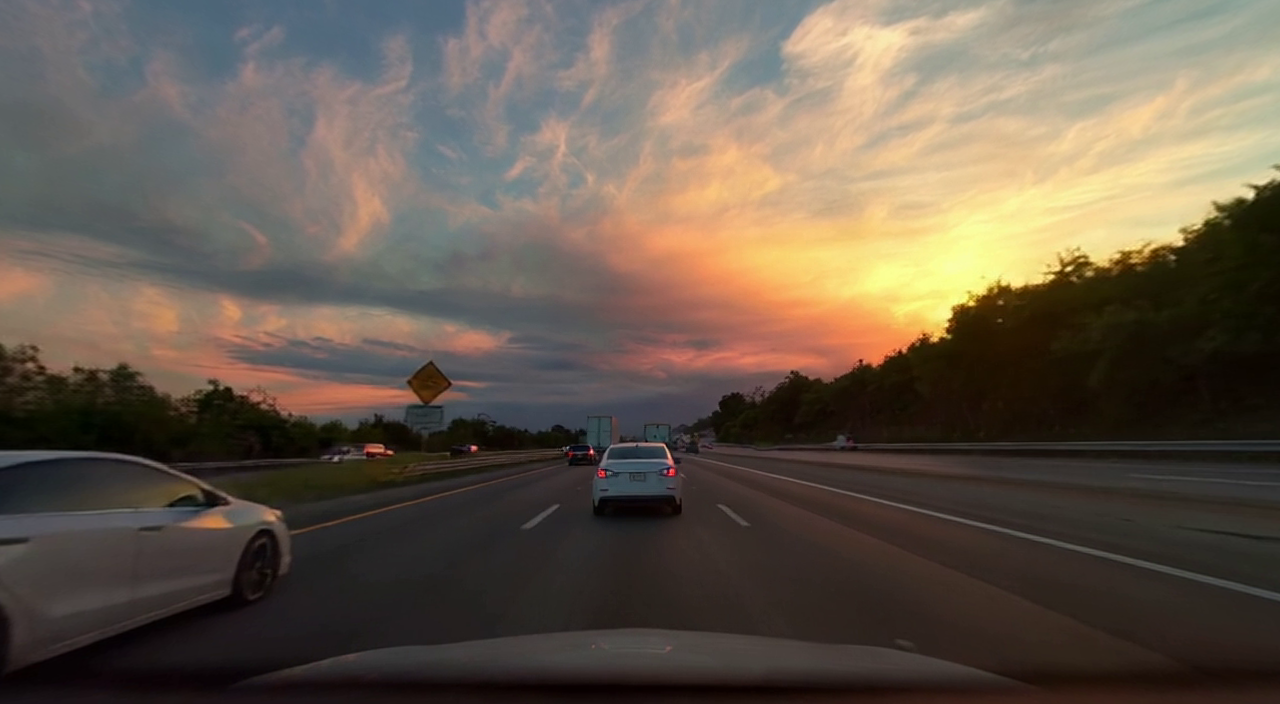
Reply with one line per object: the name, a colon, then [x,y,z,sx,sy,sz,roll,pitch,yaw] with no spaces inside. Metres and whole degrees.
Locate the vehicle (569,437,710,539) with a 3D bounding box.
vehicle: [-0.029,2.297,11.210,2.057,1.449,3.931,0,-9,-1]

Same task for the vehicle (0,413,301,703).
vehicle: [-4.105,1.136,3.547,1.929,1.509,4.331,0,-9,1]

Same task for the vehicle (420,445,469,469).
vehicle: [-14.381,7.739,46.536,1.998,1.685,4.606,0,-9,2]
